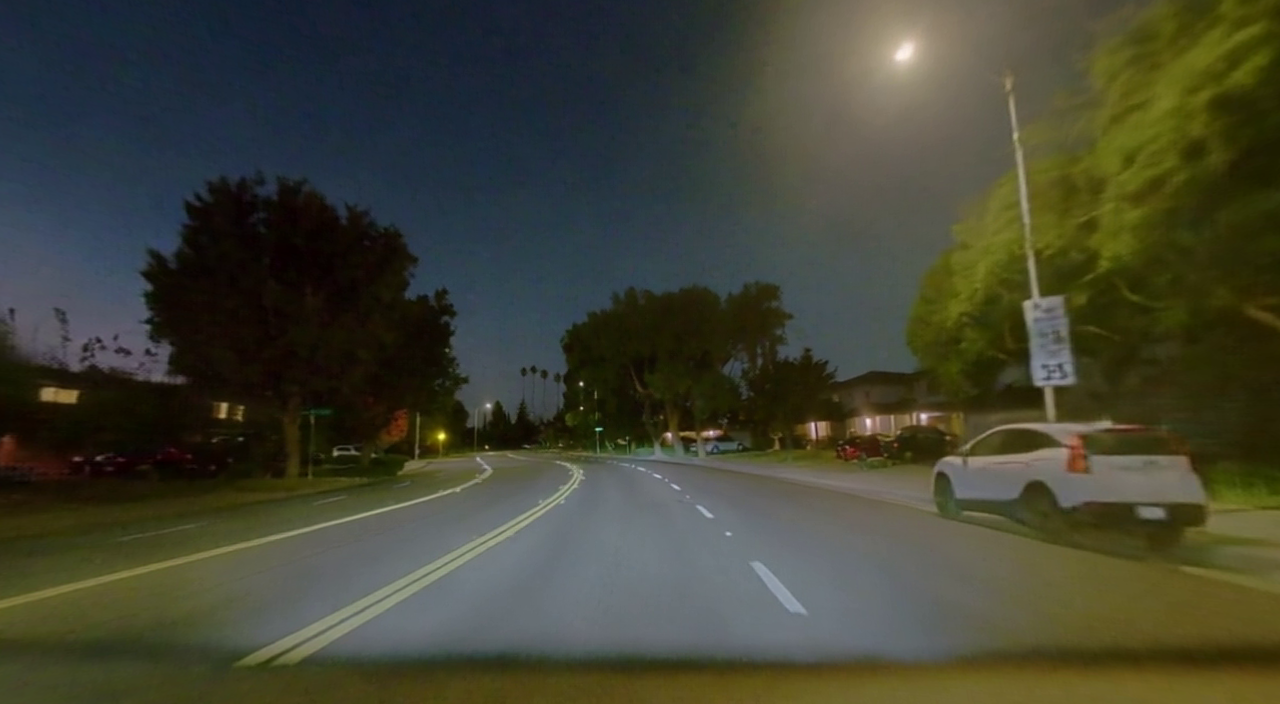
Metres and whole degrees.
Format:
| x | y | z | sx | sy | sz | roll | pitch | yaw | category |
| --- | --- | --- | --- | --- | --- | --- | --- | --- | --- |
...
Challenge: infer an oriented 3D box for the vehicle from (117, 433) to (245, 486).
| x | y | z | sx | sy | sz | roll | pitch | yaw | category |
| --- | --- | --- | --- | --- | --- | --- | --- | --- | --- |
| -18.594 | 4.349 | 25.868 | 2.077 | 1.948 | 4.705 | 1 | -8 | -7 | vehicle |

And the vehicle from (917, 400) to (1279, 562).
| x | y | z | sx | sy | sz | roll | pitch | yaw | category |
| --- | --- | --- | --- | --- | --- | --- | --- | --- | --- |
| 6.728 | 1.859 | 9.827 | 2.315 | 1.869 | 4.678 | 1 | -8 | -5 | vehicle |

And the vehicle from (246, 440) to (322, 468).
| x | y | z | sx | sy | sz | roll | pitch | yaw | category |
| --- | --- | --- | --- | --- | --- | --- | --- | --- | --- |
| -24.721 | 7.091 | 43.935 | 4.128 | 1.861 | 1.959 | 2 | -9 | -15 | vehicle |

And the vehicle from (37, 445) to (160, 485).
| x | y | z | sx | sy | sz | roll | pitch | yaw | category |
| --- | --- | --- | --- | --- | --- | --- | --- | --- | --- |
| -21.480 | 4.474 | 25.244 | 1.764 | 1.443 | 3.941 | 2 | -9 | -8 | vehicle |
